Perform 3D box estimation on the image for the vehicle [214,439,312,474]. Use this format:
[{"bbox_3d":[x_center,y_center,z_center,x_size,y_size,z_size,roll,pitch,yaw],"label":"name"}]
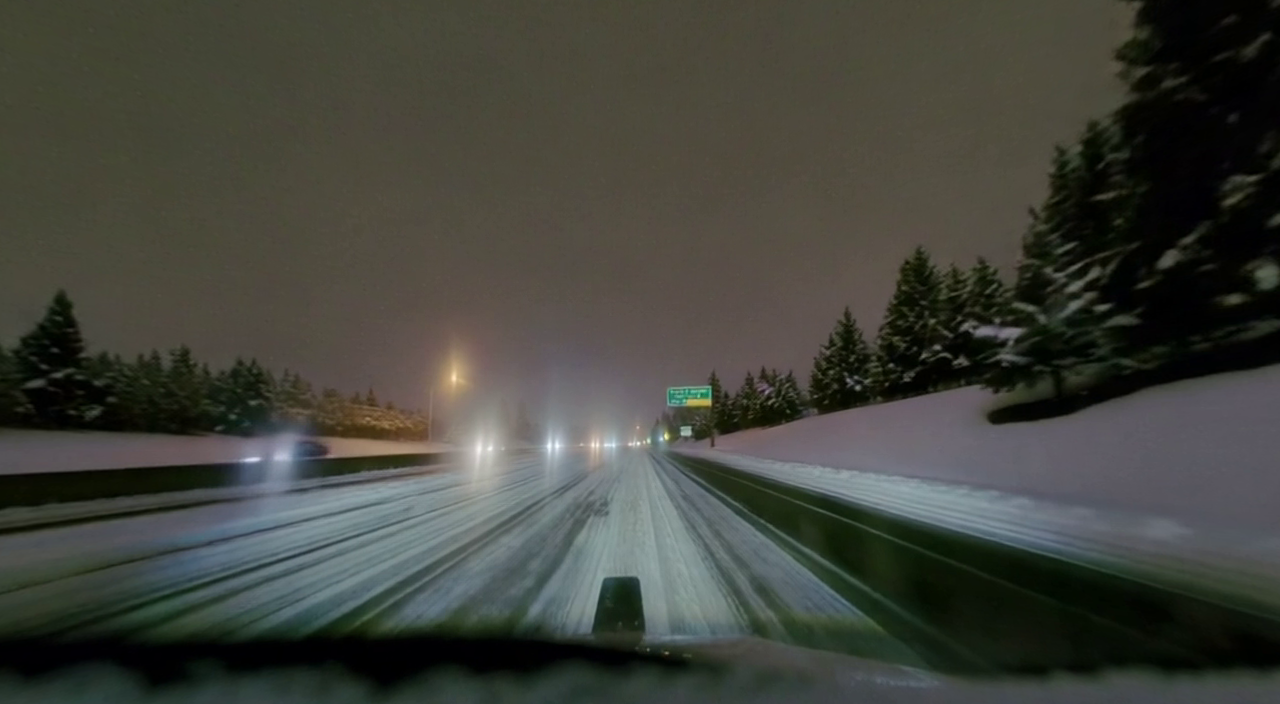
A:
[{"bbox_3d":[-18.142,5.014,30.647,2.024,1.517,4.444,0,-8,0],"label":"vehicle"}]
